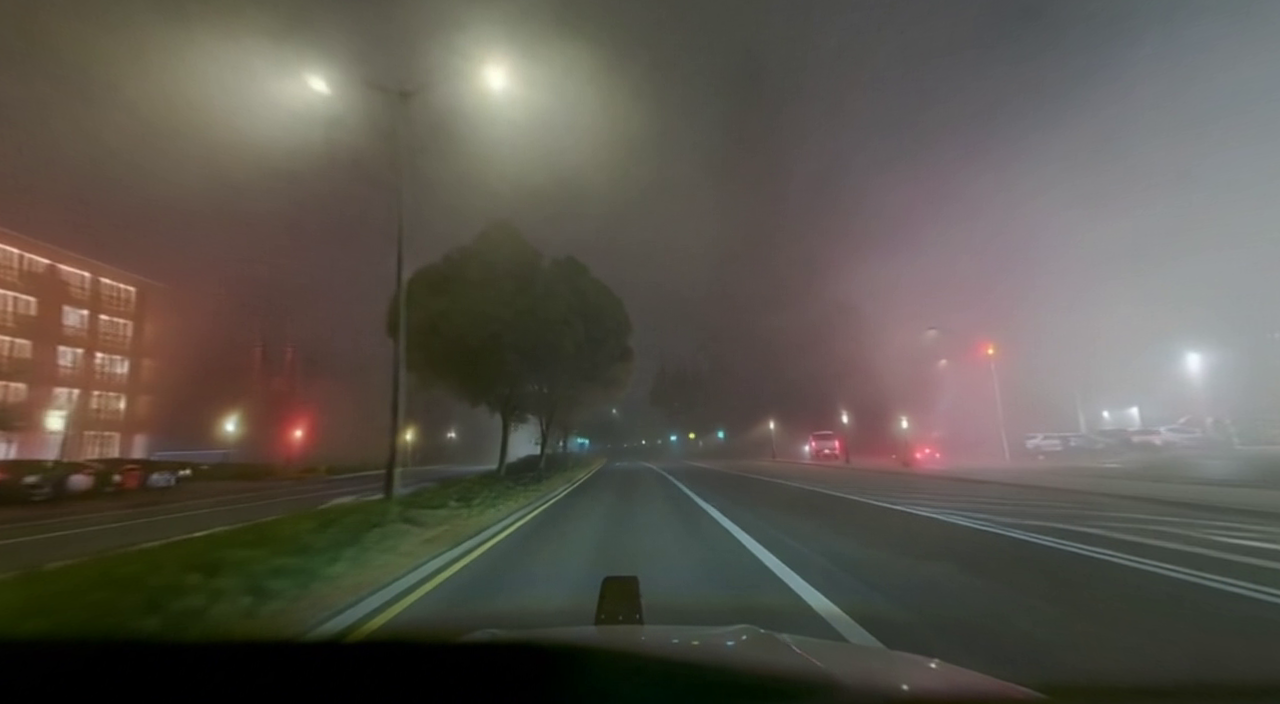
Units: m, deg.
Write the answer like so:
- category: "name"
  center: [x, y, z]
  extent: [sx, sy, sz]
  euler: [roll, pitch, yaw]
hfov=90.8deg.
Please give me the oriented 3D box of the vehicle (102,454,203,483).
- category: "vehicle"
  center: [-30.341, 7.258, 39.412]
  extent: [4.679, 1.661, 1.923]
  euler: [0, -8, 0]

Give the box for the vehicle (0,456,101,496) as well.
- category: "vehicle"
  center: [-28.799, 5.896, 30.367]
  extent: [1.989, 1.692, 4.362]
  euler: [0, -8, -3]
